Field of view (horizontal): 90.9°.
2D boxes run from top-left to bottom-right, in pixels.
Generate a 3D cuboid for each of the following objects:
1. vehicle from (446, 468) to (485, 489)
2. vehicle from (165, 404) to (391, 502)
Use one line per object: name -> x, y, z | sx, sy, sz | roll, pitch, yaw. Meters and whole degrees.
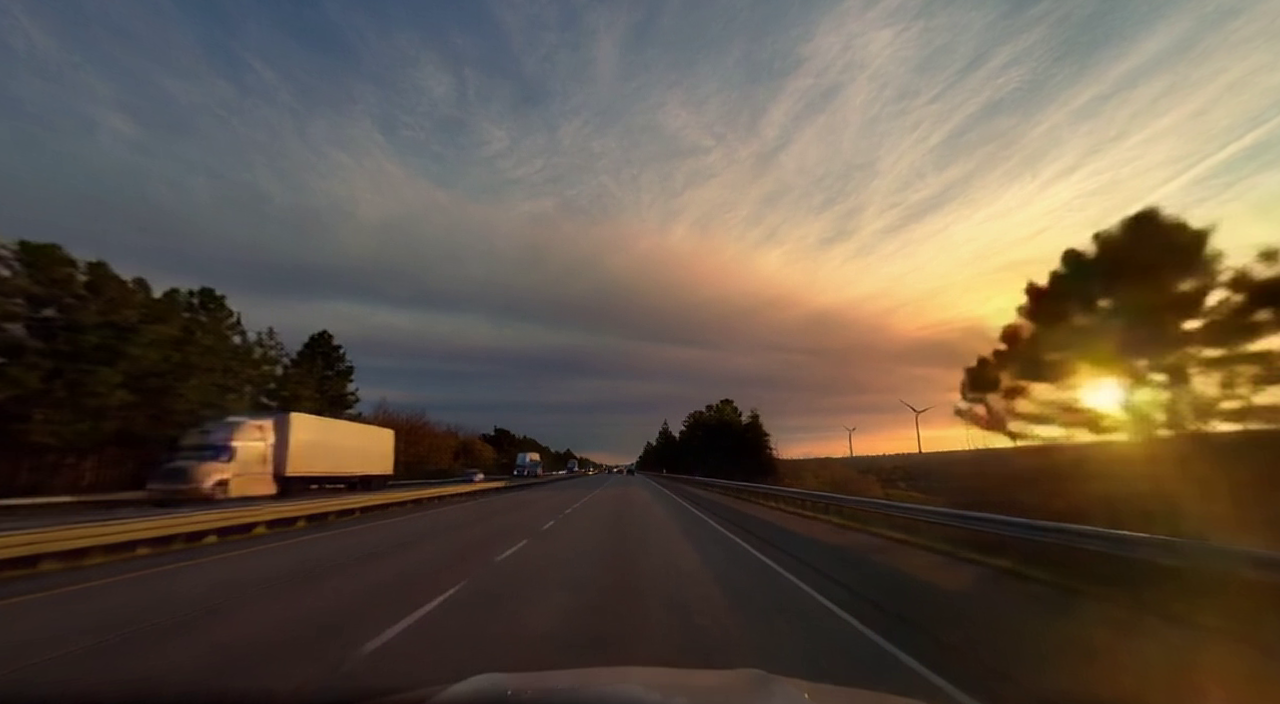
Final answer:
vehicle -> -12.672, 9.197, 45.926 | 1.700, 1.451, 4.000 | 1, -10, -1
vehicle -> -17.199, 5.332, 32.272 | 2.872, 3.799, 14.761 | 1, -11, 0
